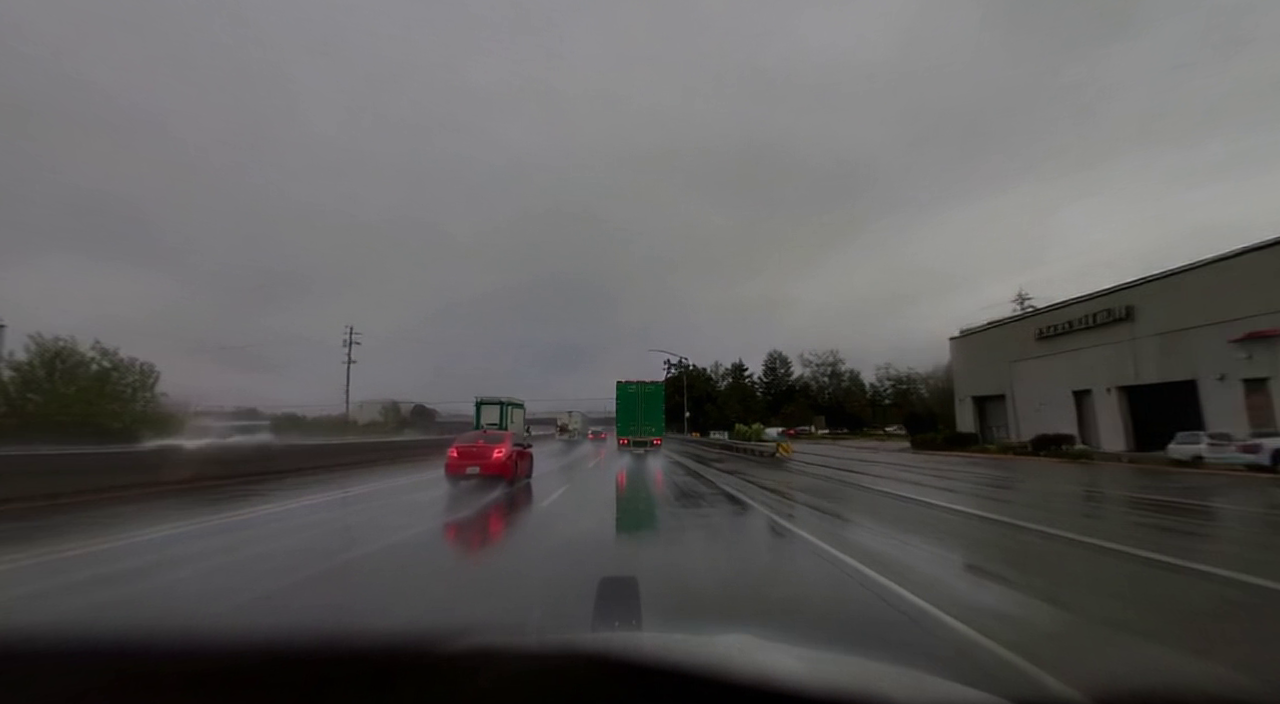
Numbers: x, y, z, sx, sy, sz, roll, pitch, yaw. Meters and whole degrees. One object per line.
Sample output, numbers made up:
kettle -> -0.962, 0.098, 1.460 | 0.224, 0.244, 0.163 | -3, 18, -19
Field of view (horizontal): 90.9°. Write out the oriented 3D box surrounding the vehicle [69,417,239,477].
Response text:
vehicle -> -15.036, 2.957, 19.862 | 2.059, 1.679, 4.241 | 1, -8, -2

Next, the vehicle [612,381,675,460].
vehicle -> 0.071, 4.225, 37.753 | 3.259, 4.066, 9.891 | 0, -8, -1

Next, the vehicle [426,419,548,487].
vehicle -> -4.001, 2.741, 17.514 | 2.005, 1.602, 5.131 | 0, -8, 1

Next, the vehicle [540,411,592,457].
vehicle -> -4.620, 5.305, 40.623 | 2.717, 2.714, 6.997 | 0, -8, -1
